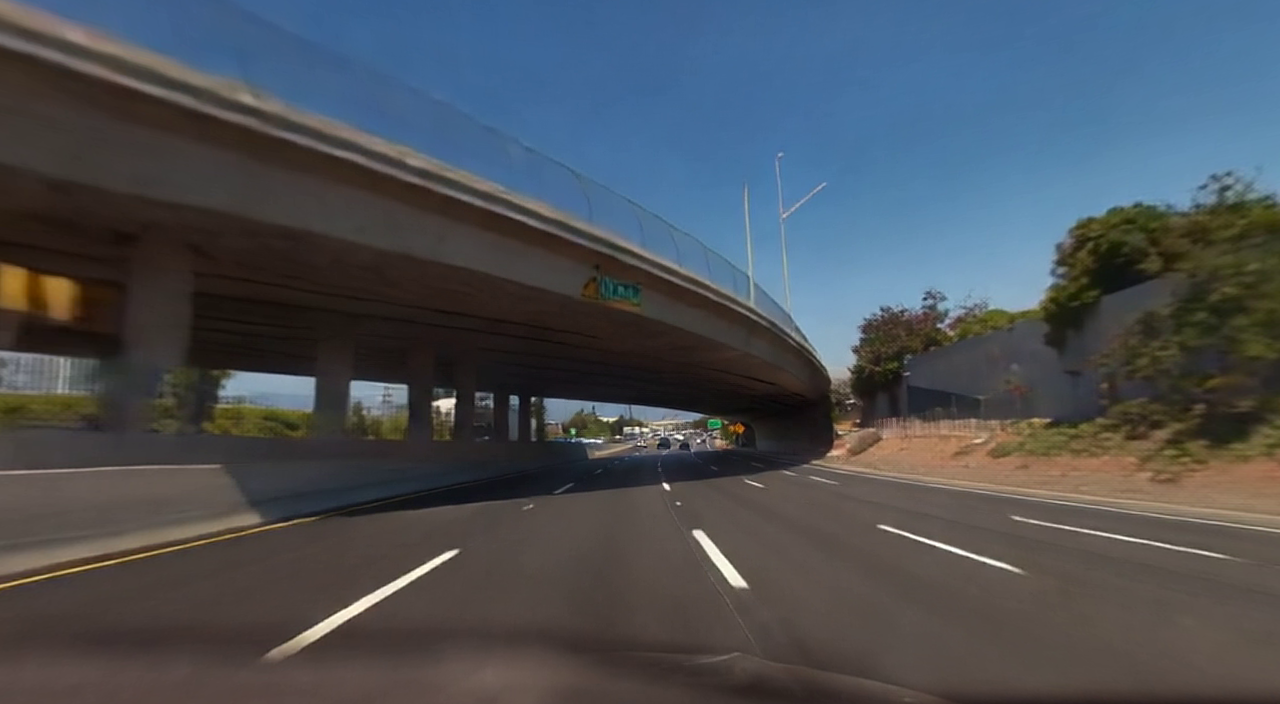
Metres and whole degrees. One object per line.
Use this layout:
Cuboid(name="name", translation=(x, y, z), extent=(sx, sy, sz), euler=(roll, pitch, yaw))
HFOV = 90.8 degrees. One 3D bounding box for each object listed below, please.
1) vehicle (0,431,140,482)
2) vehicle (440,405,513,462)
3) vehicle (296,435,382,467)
Cuboid(name="vehicle", translation=(-19.483, 3.420, 20.867), extent=(2.098, 1.473, 4.578), euler=(0, -8, 1))
Cuboid(name="vehicle", translation=(-12.028, 6.201, 47.509), extent=(3.010, 3.944, 8.280), euler=(0, -8, 2))
Cuboid(name="vehicle", translation=(-16.001, 5.292, 33.887), extent=(2.232, 1.604, 4.646), euler=(0, -8, 1))
